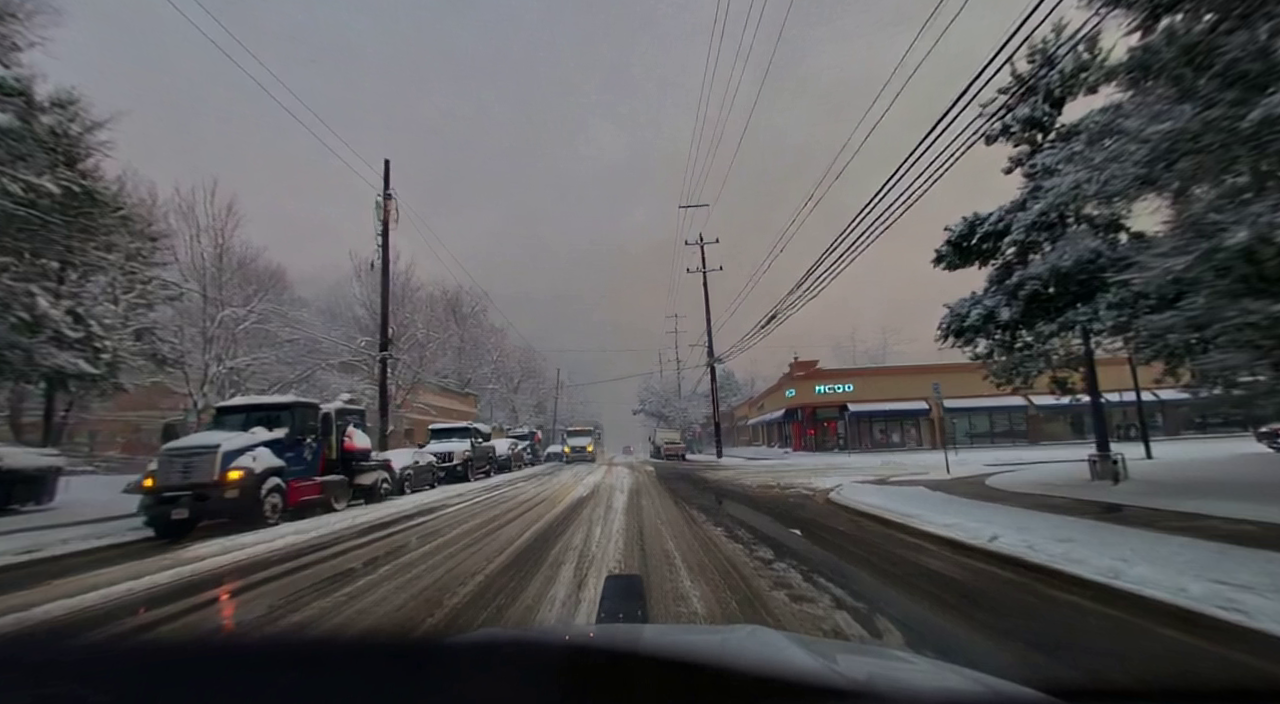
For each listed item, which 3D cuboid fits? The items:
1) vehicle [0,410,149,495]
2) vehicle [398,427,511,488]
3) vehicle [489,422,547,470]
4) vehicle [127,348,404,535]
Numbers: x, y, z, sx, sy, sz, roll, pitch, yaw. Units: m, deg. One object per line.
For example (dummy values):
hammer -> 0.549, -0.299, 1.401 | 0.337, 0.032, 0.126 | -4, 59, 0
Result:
vehicle -> -20.344, 3.299, 20.811 | 6.011, 2.585, 2.607 | 0, -8, -1
vehicle -> -8.052, 4.682, 28.545 | 2.737, 2.345, 7.210 | -1, -8, 2
vehicle -> -8.649, 6.785, 45.815 | 2.745, 3.157, 7.388 | 0, -8, 0
vehicle -> -8.348, 2.106, 15.389 | 2.811, 3.398, 6.693 | -3, -7, -1
